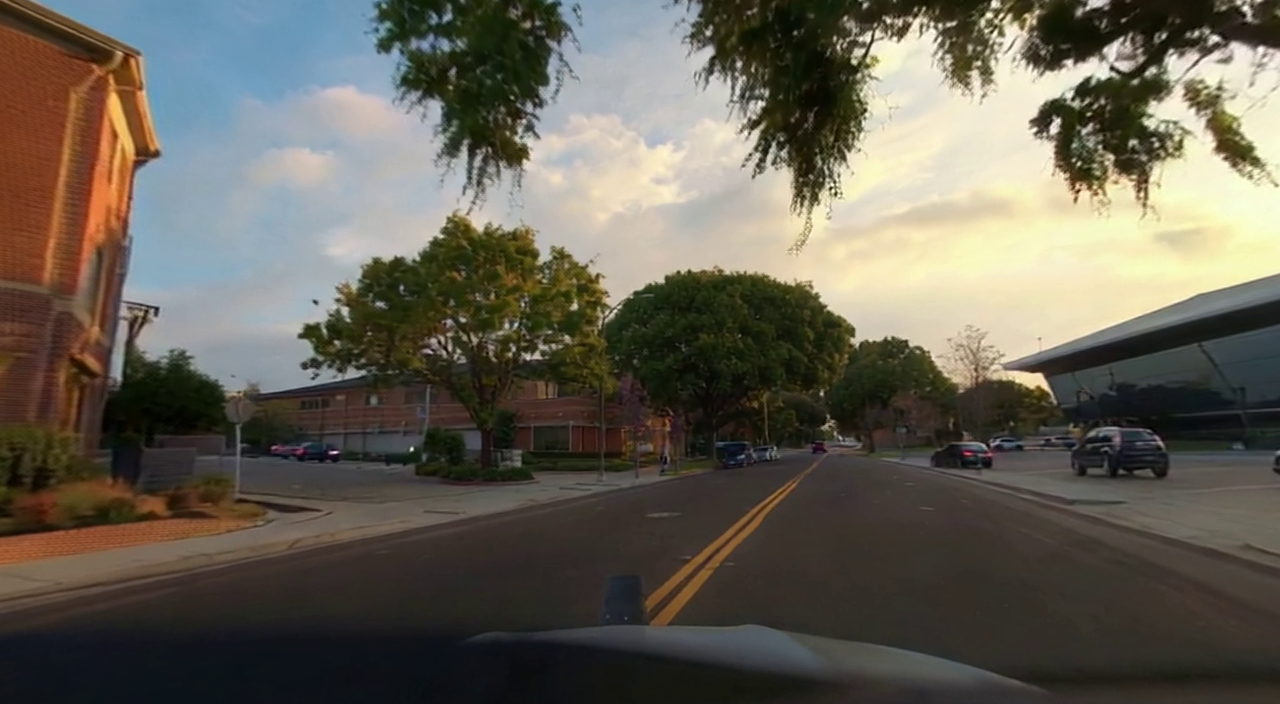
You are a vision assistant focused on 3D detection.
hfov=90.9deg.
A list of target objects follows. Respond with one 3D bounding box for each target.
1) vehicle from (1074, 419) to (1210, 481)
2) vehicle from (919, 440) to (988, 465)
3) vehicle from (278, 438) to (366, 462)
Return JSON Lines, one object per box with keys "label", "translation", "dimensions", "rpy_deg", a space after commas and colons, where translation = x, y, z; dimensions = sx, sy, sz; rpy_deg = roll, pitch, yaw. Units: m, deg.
{"label": "vehicle", "translation": [16.708, 3.301, 21.309], "dimensions": [2.018, 1.840, 4.662], "rpy_deg": [-3, -9, 19]}
{"label": "vehicle", "translation": [23.682, 7.575, 47.731], "dimensions": [4.277, 1.740, 2.097], "rpy_deg": [-2, -8, 15]}
{"label": "vehicle", "translation": [-21.699, 6.697, 43.103], "dimensions": [4.814, 1.609, 2.197], "rpy_deg": [-1, -9, 1]}
